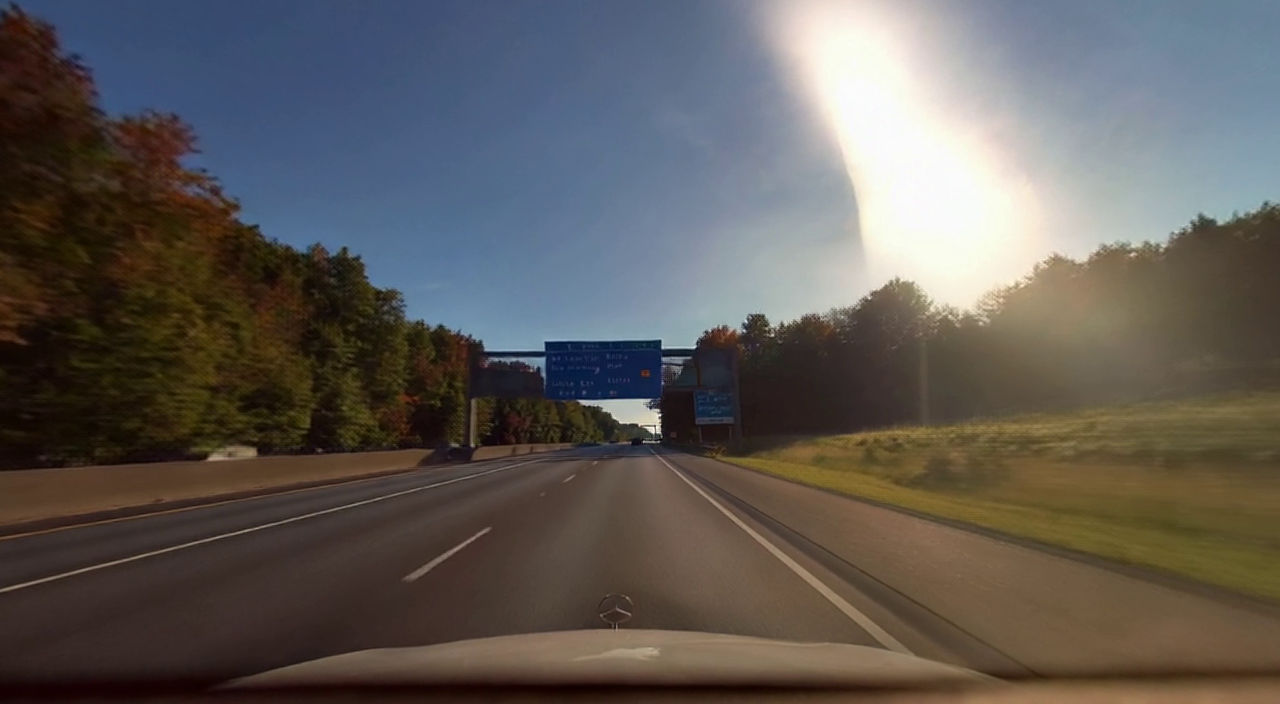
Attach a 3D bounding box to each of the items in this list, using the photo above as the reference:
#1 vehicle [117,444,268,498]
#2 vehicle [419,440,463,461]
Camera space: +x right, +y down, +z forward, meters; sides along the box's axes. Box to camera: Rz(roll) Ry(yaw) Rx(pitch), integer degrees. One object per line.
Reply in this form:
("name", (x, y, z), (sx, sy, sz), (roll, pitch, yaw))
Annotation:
("vehicle", (-13.352, 3.528, 19.066), (1.801, 1.390, 3.799), (0, -8, -1))
("vehicle", (-15.064, 7.439, 47.781), (1.994, 1.455, 4.162), (0, -8, 0))
